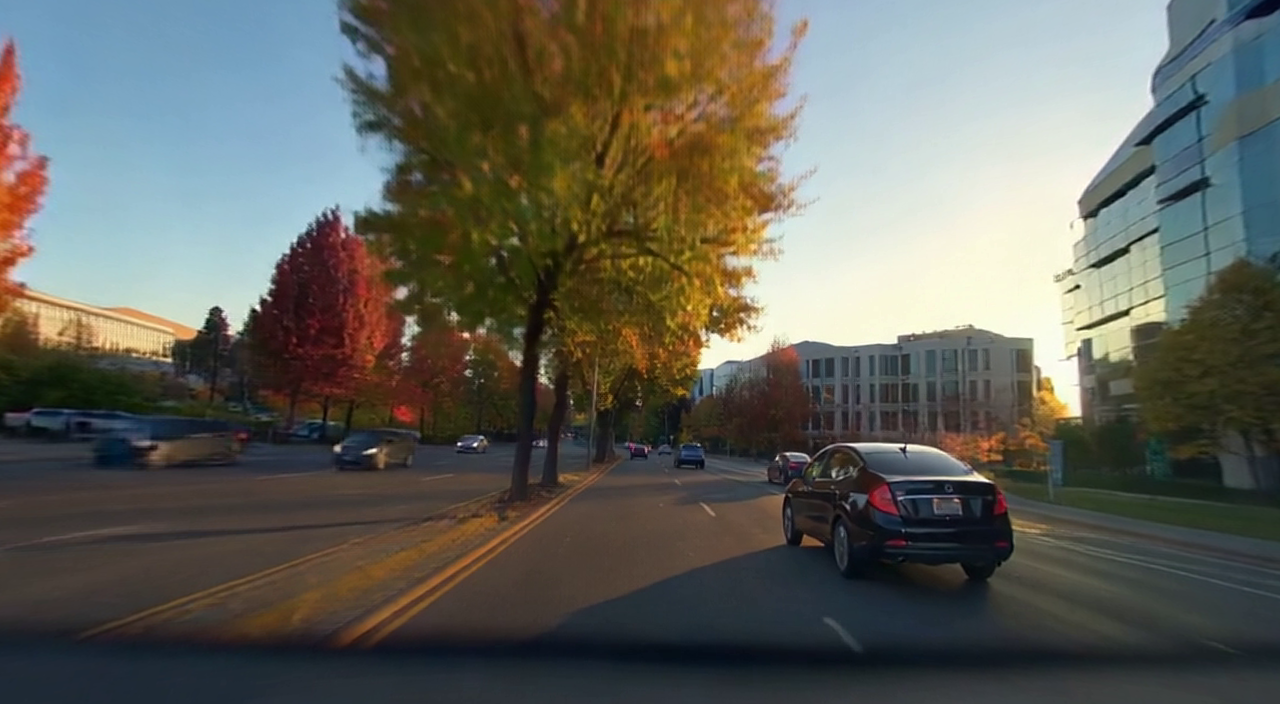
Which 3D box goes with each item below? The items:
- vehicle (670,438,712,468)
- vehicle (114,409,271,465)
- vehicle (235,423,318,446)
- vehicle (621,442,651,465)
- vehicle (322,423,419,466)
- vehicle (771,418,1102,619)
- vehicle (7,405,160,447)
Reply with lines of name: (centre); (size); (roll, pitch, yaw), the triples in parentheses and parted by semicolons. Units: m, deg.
vehicle: (3.221, 6.498, 40.712); (2.154, 1.844, 4.634); (0, -9, -2)
vehicle: (-15.550, 3.051, 22.342); (2.101, 1.738, 4.704); (0, -9, 0)
vehicle: (-27.129, 6.221, 47.184); (4.787, 1.664, 2.211); (0, -9, -1)
vehicle: (-0.254, 6.926, 43.282); (1.991, 1.477, 3.814); (0, -9, 0)
vehicle: (-11.270, 3.928, 26.747); (2.122, 1.685, 4.358); (0, -9, 0)
vehicle: (2.896, 1.690, 7.293); (1.901, 1.634, 3.896); (1, -9, 0)
vehicle: (-27.120, 3.746, 31.122); (2.149, 1.809, 5.973); (-2, -9, 0)
